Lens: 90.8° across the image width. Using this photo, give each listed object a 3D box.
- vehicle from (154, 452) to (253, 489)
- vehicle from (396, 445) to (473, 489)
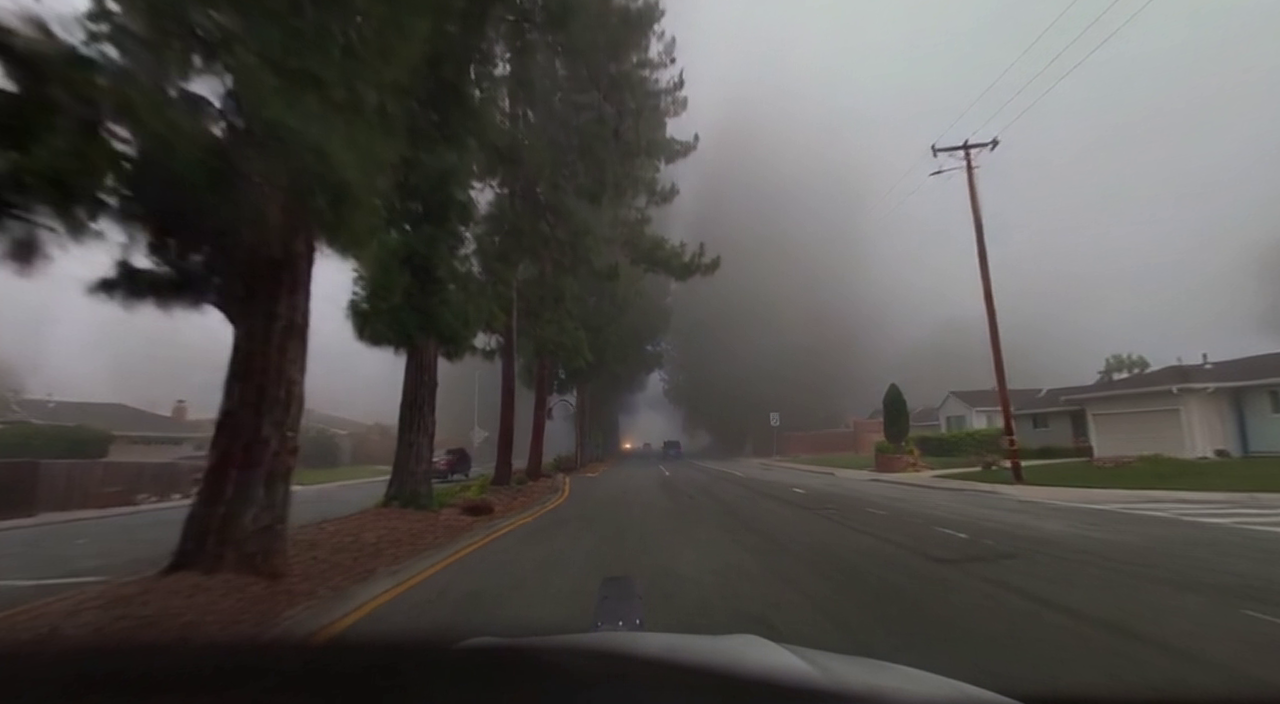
[{"bbox_3d":[-21.737,5.867,31.704,1.860,1.663,4.418,0,-8,-1],"label":"vehicle"},{"bbox_3d":[-8.978,5.011,27.994,1.964,1.722,4.403,-1,-8,-1],"label":"vehicle"}]
